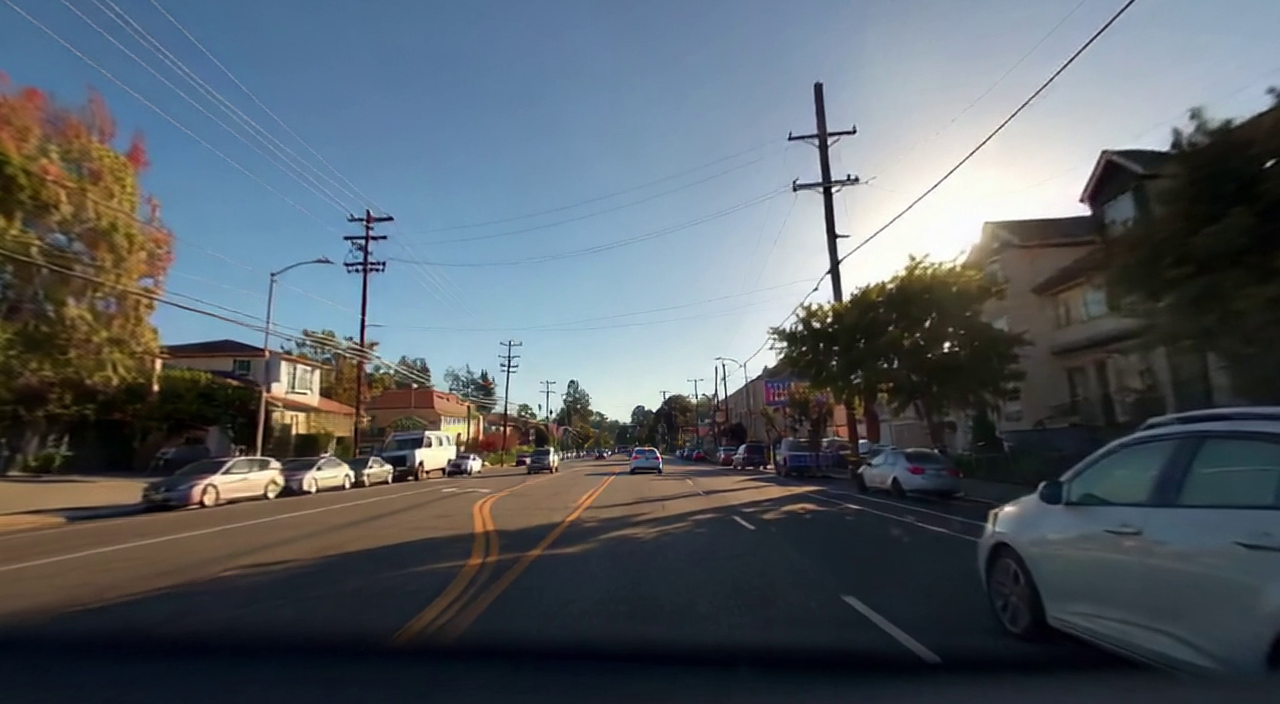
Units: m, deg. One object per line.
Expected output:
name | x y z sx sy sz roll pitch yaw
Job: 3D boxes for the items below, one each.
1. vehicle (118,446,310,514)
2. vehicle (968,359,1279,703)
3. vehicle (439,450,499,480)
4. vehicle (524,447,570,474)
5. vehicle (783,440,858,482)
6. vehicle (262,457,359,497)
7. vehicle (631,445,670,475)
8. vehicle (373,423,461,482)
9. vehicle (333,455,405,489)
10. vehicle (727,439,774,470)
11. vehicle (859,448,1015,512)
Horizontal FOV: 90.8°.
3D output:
vehicle | -14.060 4.197 21.513 2.367 1.849 5.874 -3 -8 2
vehicle | 3.306 0.818 2.090 2.070 1.633 4.461 -1 -8 1
vehicle | -9.533 6.345 35.647 2.060 1.507 4.532 -1 -8 1
vehicle | -5.905 6.932 40.663 2.213 1.626 4.736 -1 -8 1
vehicle | 8.084 4.925 28.785 2.003 1.723 4.654 0 -8 0
vehicle | -14.060 5.319 27.283 1.795 1.462 4.466 0 -8 -1
vehicle | 0.572 6.031 35.709 2.067 1.547 4.513 -1 -8 0
vehicle | -14.021 6.397 40.450 2.865 3.346 7.163 -1 -8 1
vehicle | -14.017 6.207 33.003 1.806 1.463 4.714 -2 -8 -1
vehicle | 7.899 7.371 45.630 2.370 2.022 5.918 -1 -8 1
vehicle | 7.685 3.325 16.977 1.874 1.437 4.593 0 -8 -1
